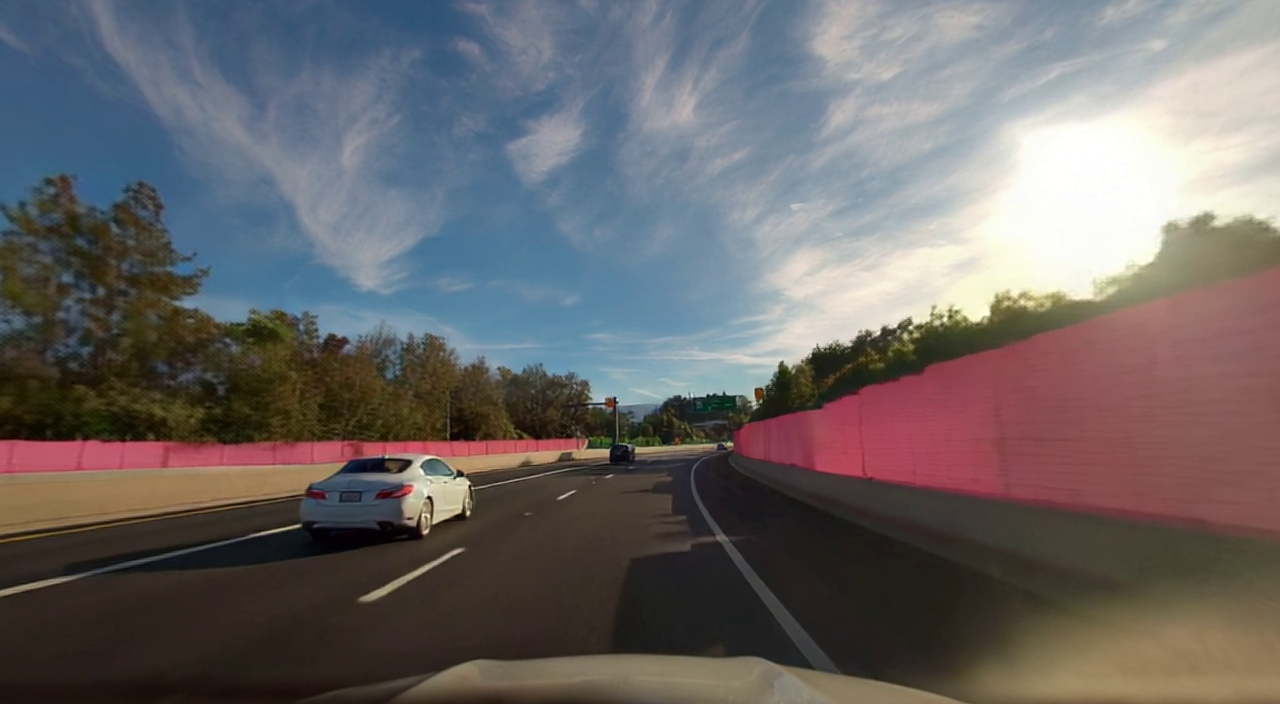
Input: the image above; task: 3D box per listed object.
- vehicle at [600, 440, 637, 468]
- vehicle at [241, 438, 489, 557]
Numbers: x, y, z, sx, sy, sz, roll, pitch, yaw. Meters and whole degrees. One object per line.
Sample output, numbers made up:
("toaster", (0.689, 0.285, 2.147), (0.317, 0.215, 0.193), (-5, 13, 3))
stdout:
("vehicle", (-1.304, 6.496, 40.367), (1.833, 1.697, 3.984), (-1, -9, 6))
("vehicle", (-3.853, 2.095, 9.819), (1.746, 1.405, 4.339), (-1, -9, 2))
